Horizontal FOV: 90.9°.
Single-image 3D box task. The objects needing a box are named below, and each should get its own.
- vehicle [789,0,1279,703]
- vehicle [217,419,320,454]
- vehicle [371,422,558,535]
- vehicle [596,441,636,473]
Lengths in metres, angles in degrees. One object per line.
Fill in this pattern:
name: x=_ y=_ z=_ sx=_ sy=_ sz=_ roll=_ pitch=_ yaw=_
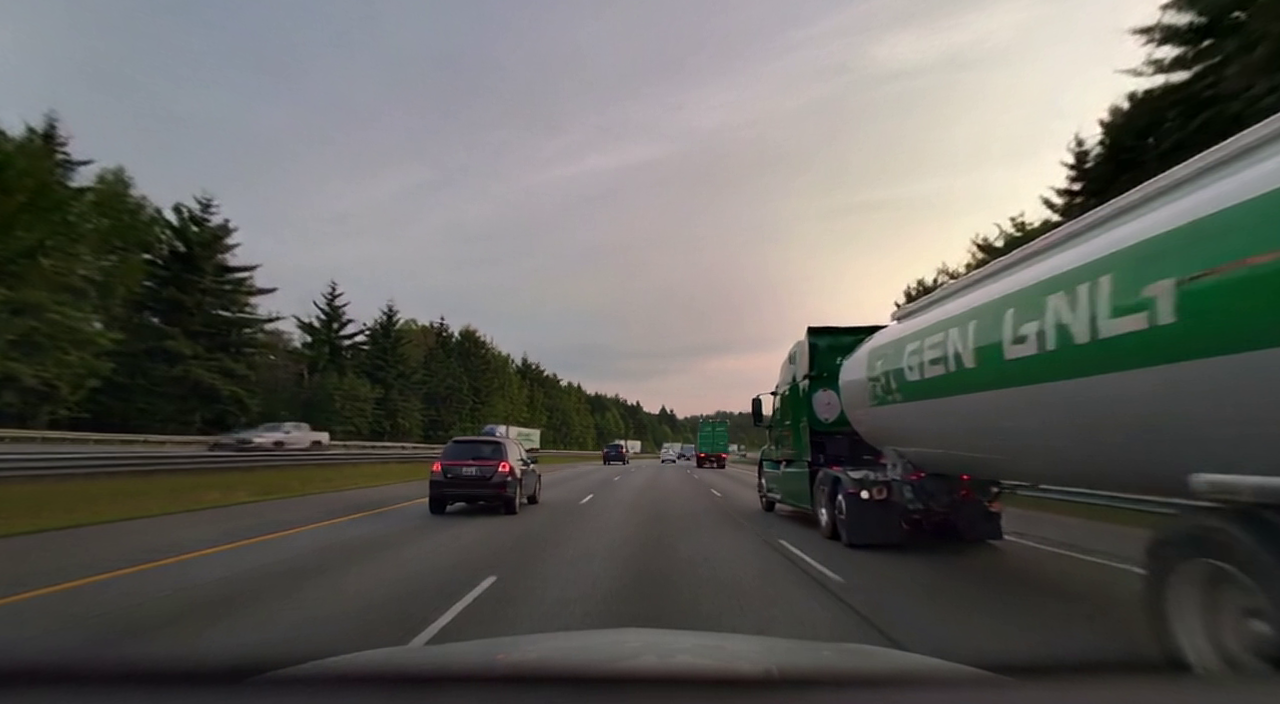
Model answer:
vehicle: x=4.311 y=0.685 z=6.699 sx=2.732 sy=3.585 sz=11.338 roll=0 pitch=-9 yaw=0
vehicle: x=-17.327 y=4.044 z=29.706 sx=1.834 sy=1.515 sz=4.605 roll=-1 pitch=-9 yaw=3
vehicle: x=-3.006 y=2.313 z=12.013 sx=2.205 sy=1.728 sz=4.397 roll=0 pitch=-9 yaw=1
vehicle: x=-1.568 y=7.147 z=42.917 sx=2.201 sy=2.038 sz=5.065 roll=-1 pitch=-9 yaw=4
